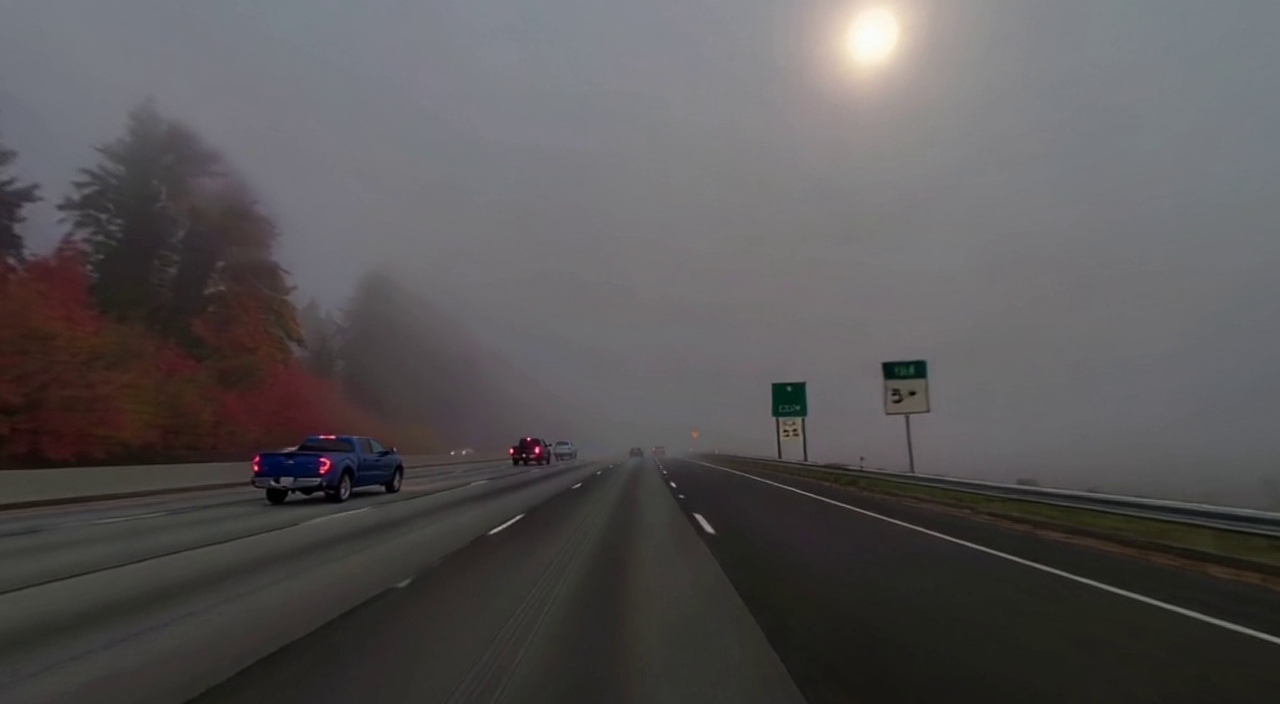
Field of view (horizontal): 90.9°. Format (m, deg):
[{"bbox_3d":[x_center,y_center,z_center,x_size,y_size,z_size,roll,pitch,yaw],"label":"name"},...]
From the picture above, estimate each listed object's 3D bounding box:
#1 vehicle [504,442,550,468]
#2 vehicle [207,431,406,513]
[{"bbox_3d":[-6.794,6.223,38.335,1.919,1.499,4.234,0,-8,2],"label":"vehicle"},{"bbox_3d":[-7.320,2.663,14.544,1.965,1.567,4.686,0,-8,1],"label":"vehicle"}]
